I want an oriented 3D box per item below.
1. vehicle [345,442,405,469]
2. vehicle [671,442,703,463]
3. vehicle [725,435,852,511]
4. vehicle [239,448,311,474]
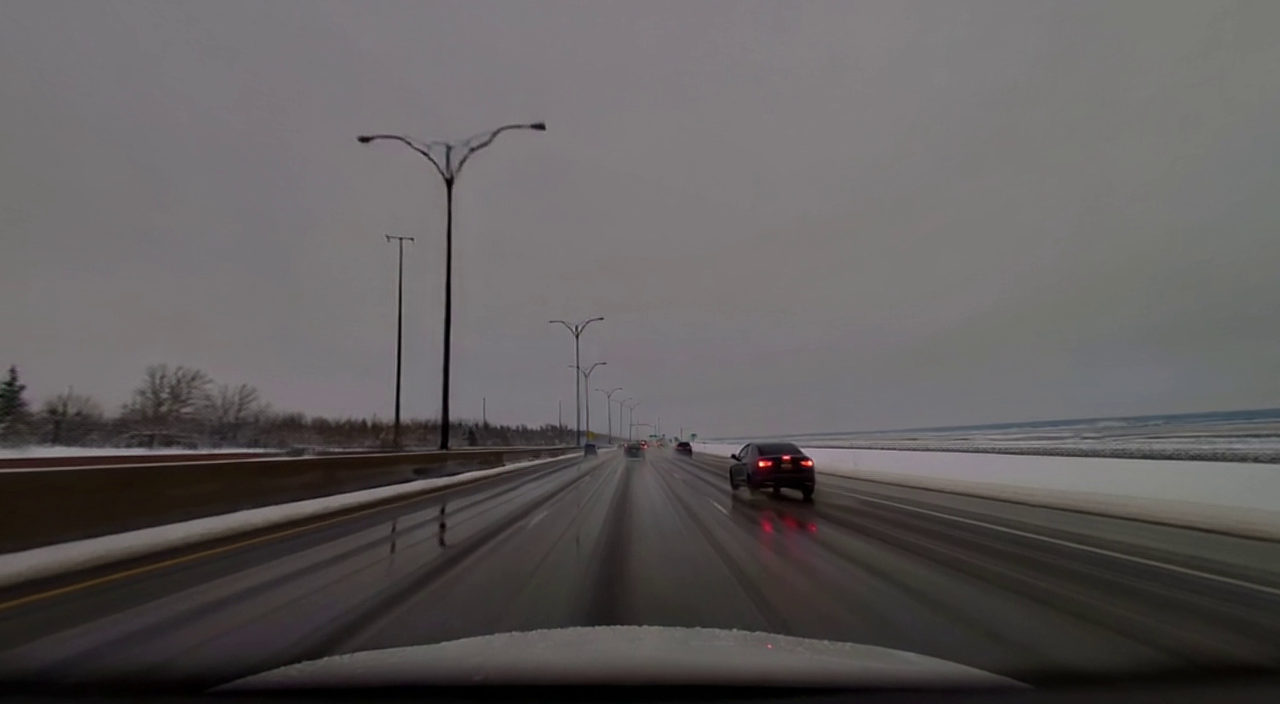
[{"bbox_3d":[-15.519,6.075,37.254,1.850,1.519,3.963,0,-8,-1],"label":"vehicle"},{"bbox_3d":[3.537,7.712,48.510,2.000,1.533,4.438,0,-8,-1],"label":"vehicle"},{"bbox_3d":[3.271,2.742,14.857,1.890,1.490,4.373,0,-8,-1],"label":"vehicle"},{"bbox_3d":[-22.933,6.848,39.948,1.849,1.456,4.573,0,-8,0],"label":"vehicle"}]
